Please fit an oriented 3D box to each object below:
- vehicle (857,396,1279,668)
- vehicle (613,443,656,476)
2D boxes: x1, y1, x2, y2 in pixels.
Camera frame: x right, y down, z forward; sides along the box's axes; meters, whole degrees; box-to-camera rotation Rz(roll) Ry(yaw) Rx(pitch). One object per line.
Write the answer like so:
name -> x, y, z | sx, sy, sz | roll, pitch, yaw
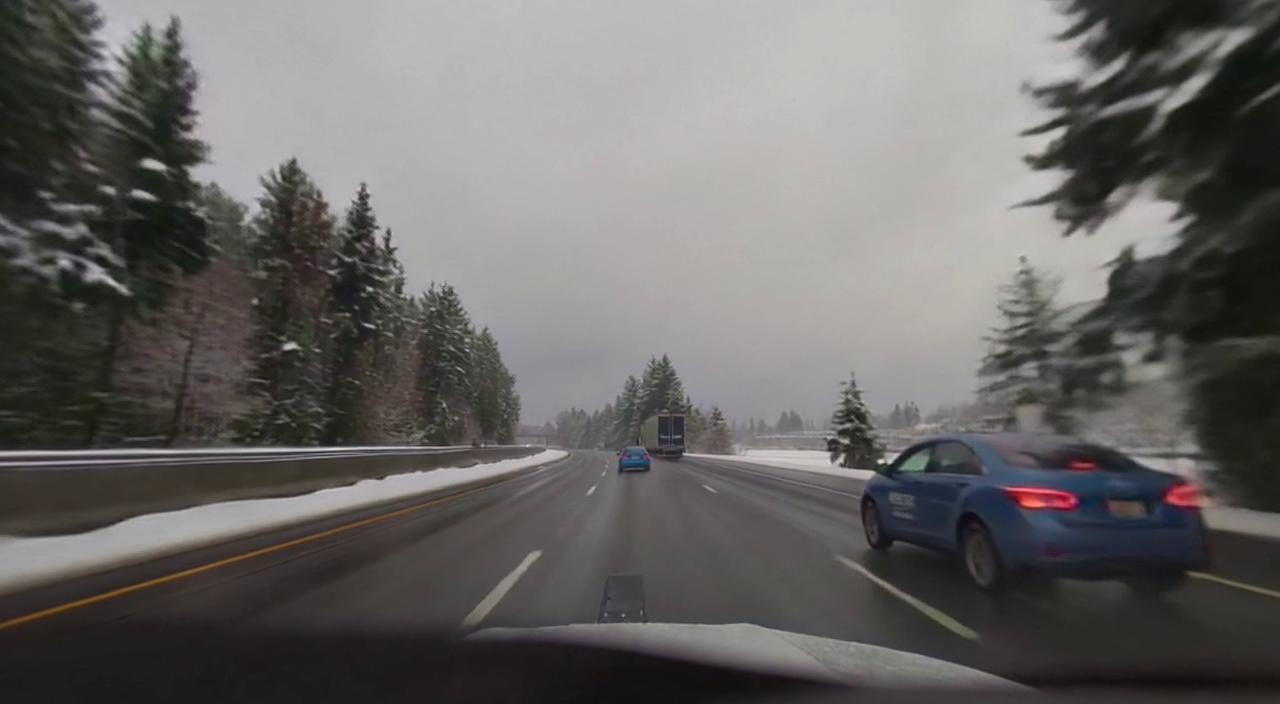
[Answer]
vehicle -> 3.947, 1.417, 6.107 | 1.977, 1.599, 4.605 | 0, -9, -1
vehicle -> -0.323, 5.114, 30.074 | 1.913, 1.460, 3.610 | 0, -9, -2
